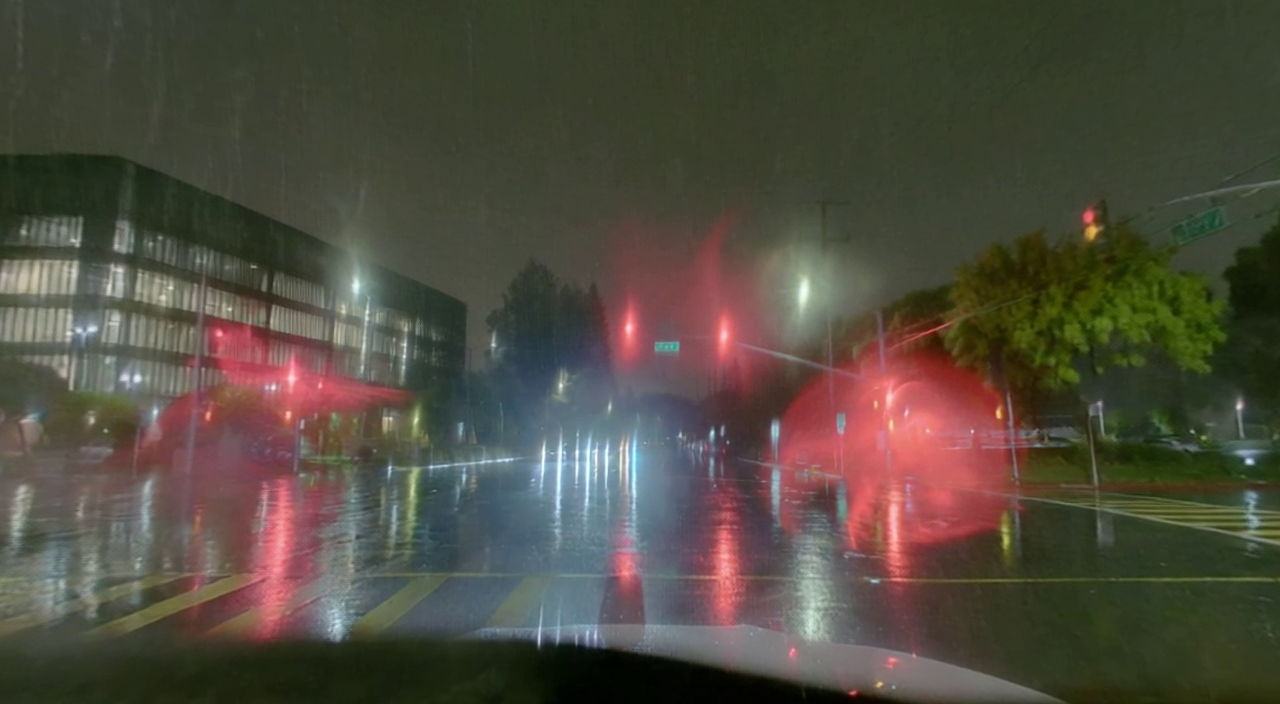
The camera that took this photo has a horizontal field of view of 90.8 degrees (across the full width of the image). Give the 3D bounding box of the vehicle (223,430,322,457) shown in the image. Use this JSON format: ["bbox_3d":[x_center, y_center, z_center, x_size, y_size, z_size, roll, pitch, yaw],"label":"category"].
[{"bbox_3d":[-22.401,5.584,38.651,4.765,1.593,1.891,1,-9,-7],"label":"vehicle"}]
